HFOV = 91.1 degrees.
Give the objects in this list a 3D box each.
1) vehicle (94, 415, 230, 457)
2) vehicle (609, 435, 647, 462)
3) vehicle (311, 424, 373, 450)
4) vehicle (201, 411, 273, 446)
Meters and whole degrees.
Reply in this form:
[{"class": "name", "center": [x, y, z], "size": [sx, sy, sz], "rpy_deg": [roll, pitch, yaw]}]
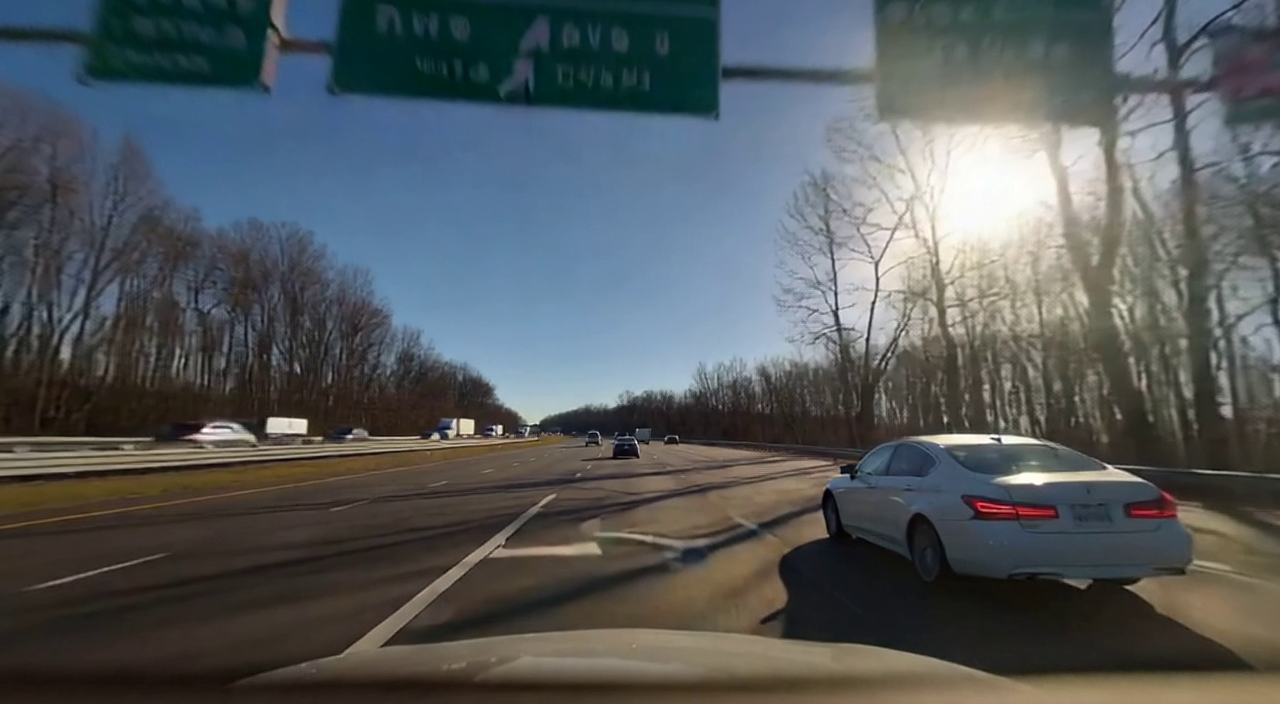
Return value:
[{"class": "vehicle", "center": [-18.559, 3.307, 24.715], "size": [1.953, 1.511, 4.353], "rpy_deg": [0, -8, -1]}, {"class": "vehicle", "center": [-0.749, 5.687, 37.268], "size": [2.121, 1.445, 4.187], "rpy_deg": [0, -8, -2]}, {"class": "vehicle", "center": [-18.030, 5.187, 38.232], "size": [1.874, 1.504, 3.926], "rpy_deg": [0, -8, -1]}, {"class": "vehicle", "center": [-30.519, 5.856, 47.747], "size": [2.277, 2.498, 4.662], "rpy_deg": [0, -8, 0]}]
